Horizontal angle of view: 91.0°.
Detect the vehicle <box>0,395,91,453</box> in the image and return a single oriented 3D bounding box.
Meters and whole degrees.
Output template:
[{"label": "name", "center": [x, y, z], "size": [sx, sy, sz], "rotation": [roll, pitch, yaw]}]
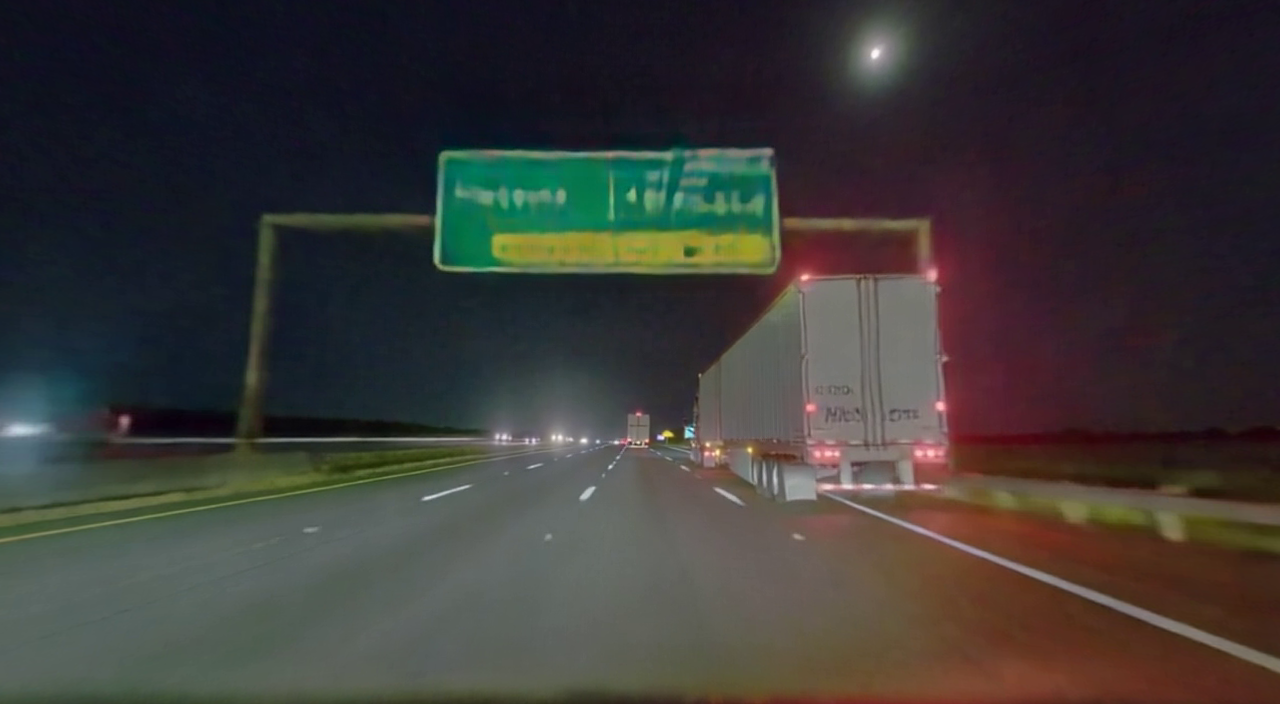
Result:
[{"label": "vehicle", "center": [-23.445, 2.702, 23.296], "size": [2.033, 2.025, 4.609], "rotation": [0, -8, -1]}]
